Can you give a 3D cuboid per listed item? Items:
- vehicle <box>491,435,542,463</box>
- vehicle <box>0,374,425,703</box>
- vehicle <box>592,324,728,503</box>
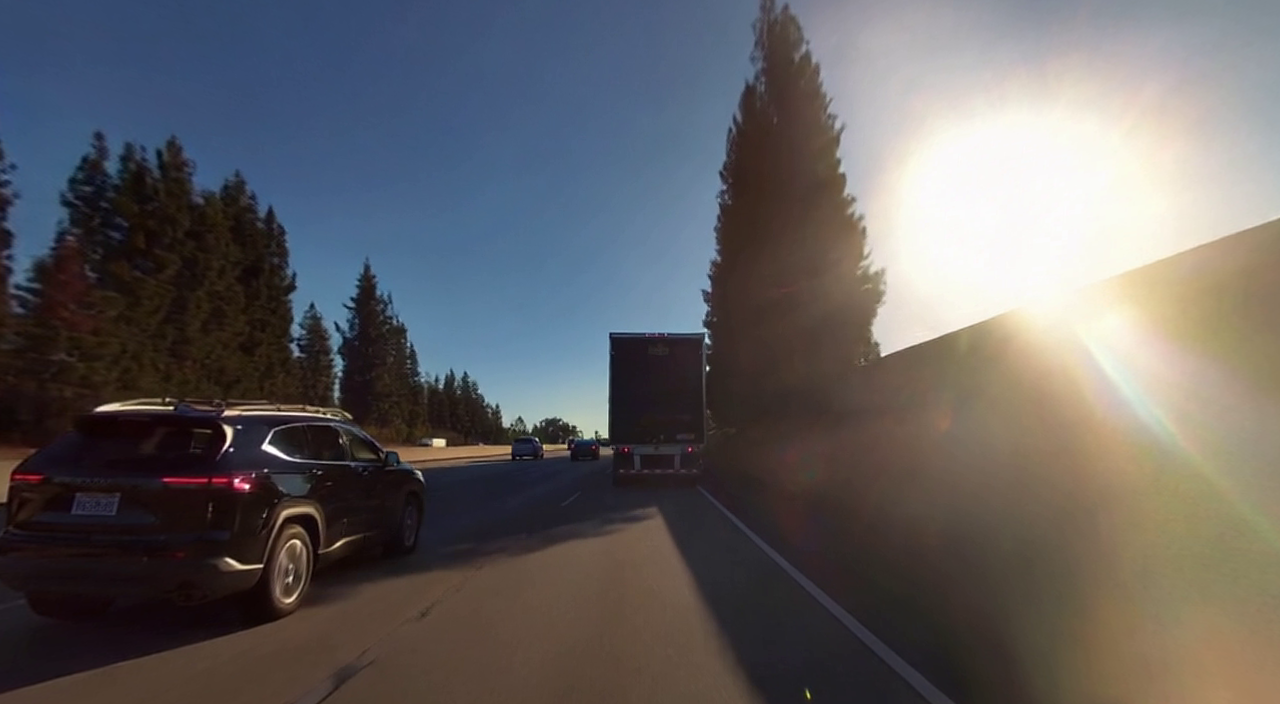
[{"bbox_3d":[-6.766,5.366,35.047,1.882,1.451,4.416,0,-8,1],"label":"vehicle"},{"bbox_3d":[-3.655,1.253,5.338,2.077,1.671,4.249,0,-8,1],"label":"vehicle"},{"bbox_3d":[0.481,2.063,18.887,2.870,3.841,10.653,0,-8,1],"label":"vehicle"}]
